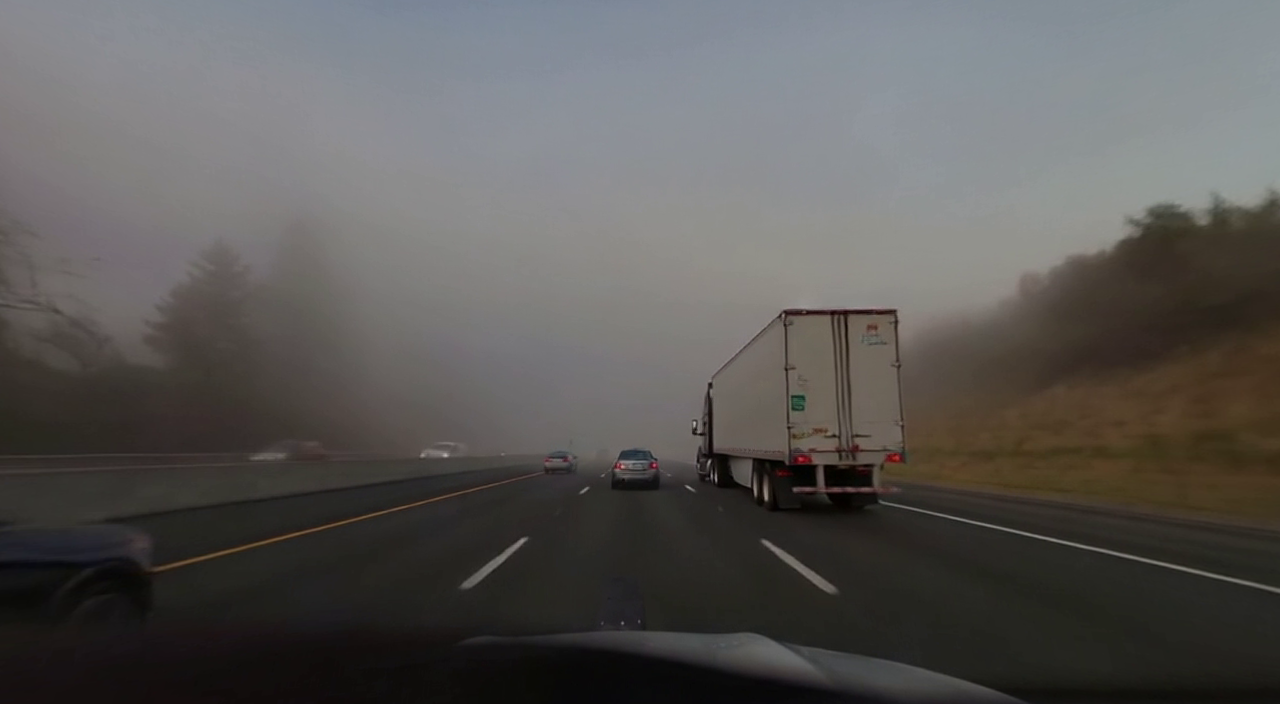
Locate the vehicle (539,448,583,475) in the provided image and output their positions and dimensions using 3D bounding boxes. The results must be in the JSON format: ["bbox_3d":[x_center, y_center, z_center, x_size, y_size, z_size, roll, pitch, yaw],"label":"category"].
[{"bbox_3d":[-4.482,6.278,36.339,2.017,1.460,4.382,0,-9,-1],"label":"vehicle"}]

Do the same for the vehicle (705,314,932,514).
[{"bbox_3d":[4.376,2.341,20.120,2.905,4.109,14.332,0,-9,-1],"label":"vehicle"}]

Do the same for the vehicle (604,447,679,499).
[{"bbox_3d":[0.010,3.595,19.107,2.023,1.400,4.028,0,-9,-1],"label":"vehicle"}]

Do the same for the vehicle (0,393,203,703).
[{"bbox_3d":[-3.700,0.798,1.482,2.153,1.581,4.375,0,-9,0],"label":"vehicle"}]

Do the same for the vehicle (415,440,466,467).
[{"bbox_3d":[-12.814,6.568,40.789,1.915,1.643,4.268,0,-9,-1],"label":"vehicle"}]
